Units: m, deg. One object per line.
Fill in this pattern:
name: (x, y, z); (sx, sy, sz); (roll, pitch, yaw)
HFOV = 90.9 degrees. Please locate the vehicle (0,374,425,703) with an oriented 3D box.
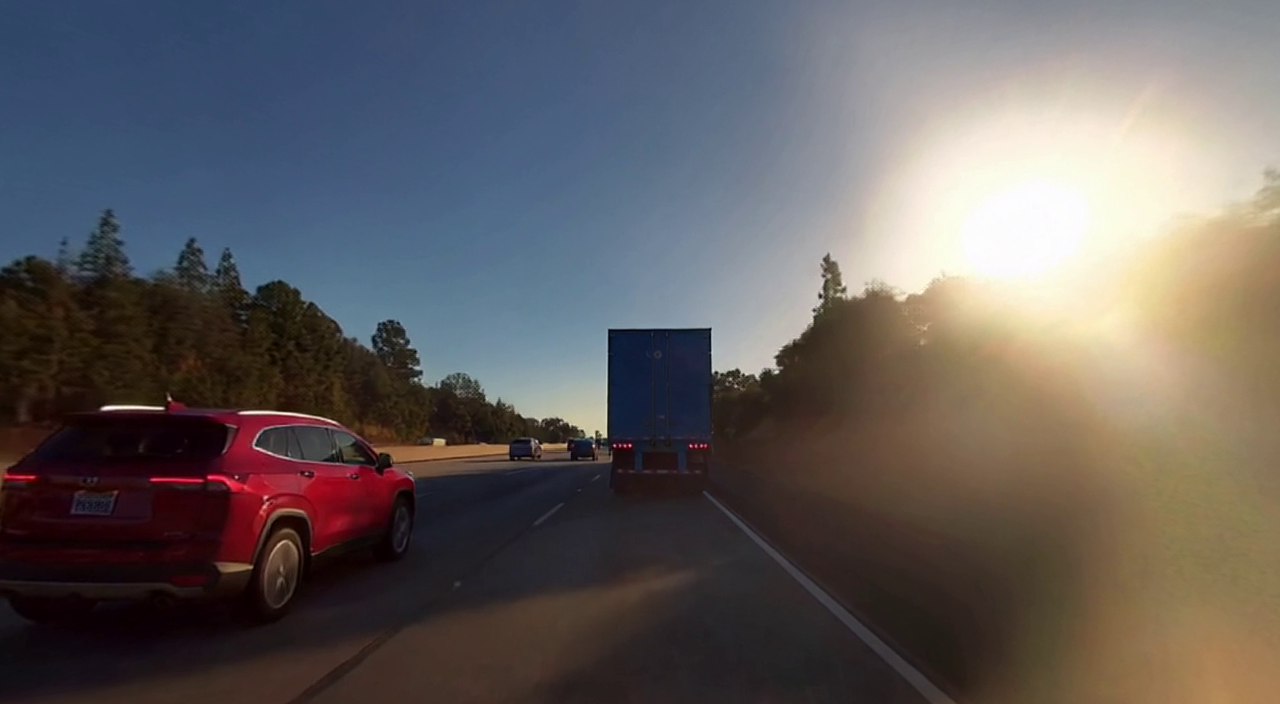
vehicle: (-3.655, 1.253, 5.338); (2.077, 1.671, 4.249); (0, -8, 1)

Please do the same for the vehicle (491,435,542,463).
vehicle: (-6.766, 5.366, 35.047); (1.882, 1.451, 4.416); (0, -8, 1)

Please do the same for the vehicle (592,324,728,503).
vehicle: (0.481, 2.063, 18.887); (2.870, 3.841, 10.653); (0, -8, 1)
